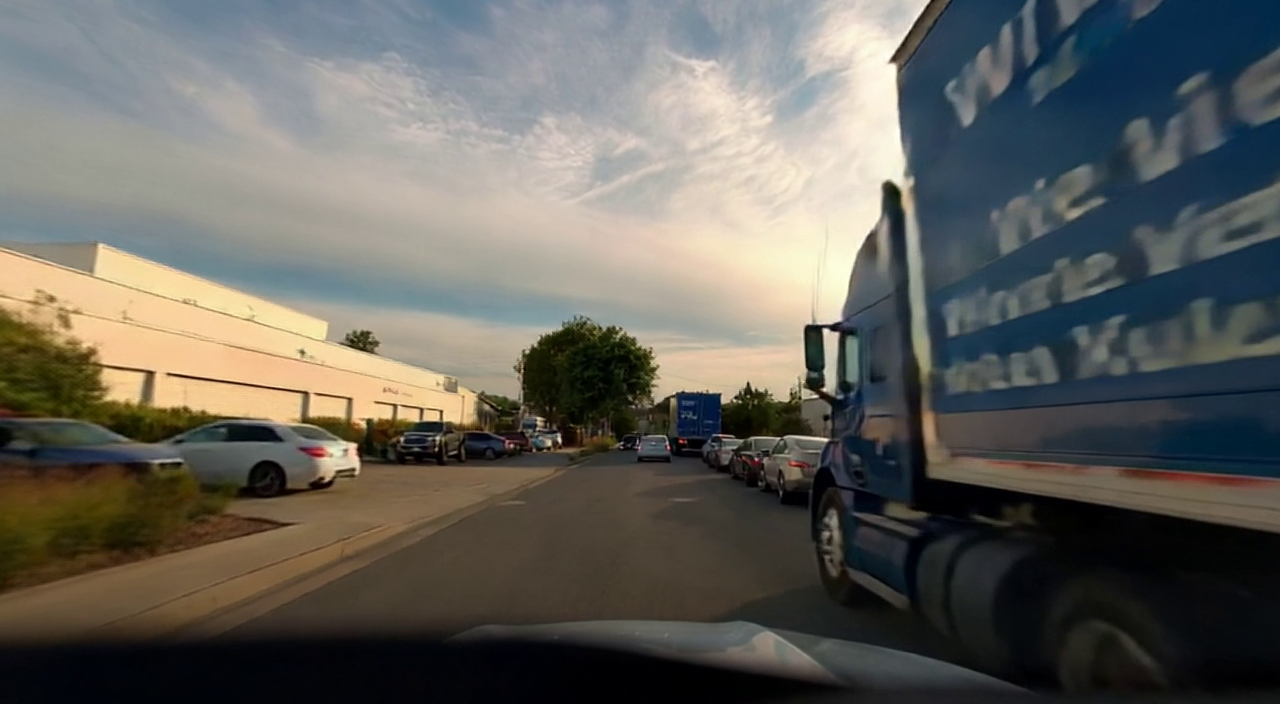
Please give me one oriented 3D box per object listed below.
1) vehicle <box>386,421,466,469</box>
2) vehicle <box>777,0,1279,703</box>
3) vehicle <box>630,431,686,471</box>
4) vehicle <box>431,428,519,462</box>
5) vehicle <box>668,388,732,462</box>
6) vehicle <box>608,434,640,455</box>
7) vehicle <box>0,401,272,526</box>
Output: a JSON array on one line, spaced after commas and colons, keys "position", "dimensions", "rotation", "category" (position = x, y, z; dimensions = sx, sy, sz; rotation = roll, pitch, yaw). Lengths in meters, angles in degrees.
[{"position": [-8.445, 3.698, 25.243], "dimensions": [1.996, 1.719, 4.382], "rotation": [2, -8, -5], "category": "vehicle"}, {"position": [2.997, -0.291, 1.330], "dimensions": [3.019, 3.659, 10.648], "rotation": [0, -8, 0], "category": "vehicle"}, {"position": [0.700, 4.055, 26.045], "dimensions": [2.160, 1.498, 3.909], "rotation": [0, -8, 0], "category": "vehicle"}, {"position": [-7.576, 4.282, 29.166], "dimensions": [3.569, 1.520, 1.797], "rotation": [0, -8, -2], "category": "vehicle"}, {"position": [3.652, 5.019, 42.352], "dimensions": [2.865, 4.113, 14.471], "rotation": [0, -8, 0], "category": "vehicle"}, {"position": [-1.188, 7.044, 48.052], "dimensions": [1.989, 1.481, 4.008], "rotation": [-1, -8, 5], "category": "vehicle"}, {"position": [-7.967, 1.501, 8.723], "dimensions": [4.555, 1.517, 1.858], "rotation": [0, -8, 0], "category": "vehicle"}]
